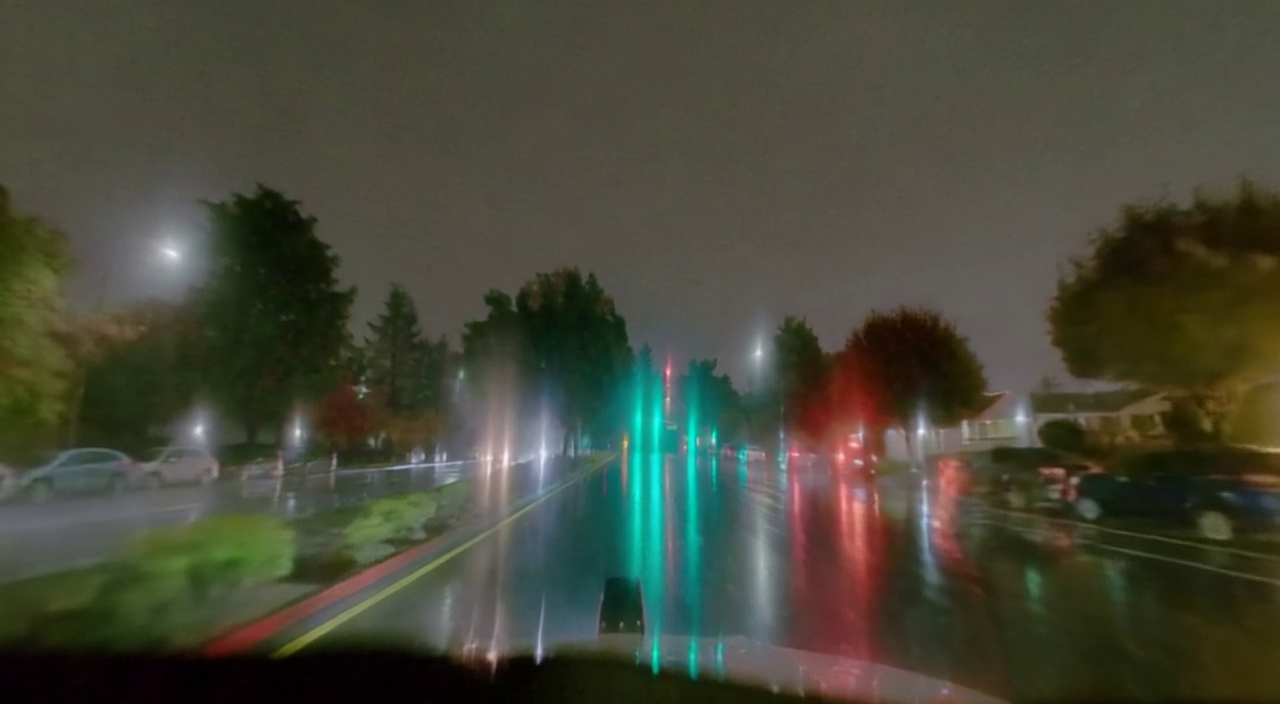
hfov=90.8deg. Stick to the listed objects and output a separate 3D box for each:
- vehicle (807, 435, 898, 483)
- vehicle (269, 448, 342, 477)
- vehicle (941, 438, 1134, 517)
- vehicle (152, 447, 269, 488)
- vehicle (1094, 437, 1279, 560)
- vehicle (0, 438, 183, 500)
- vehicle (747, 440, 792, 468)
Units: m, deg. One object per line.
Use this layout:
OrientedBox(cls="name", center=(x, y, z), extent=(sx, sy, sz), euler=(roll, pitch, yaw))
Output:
OrientedBox(cls="vehicle", center=(9.714, 4.938, 29.550), extent=(2.209, 1.982, 5.787), euler=(0, -8, 0))
OrientedBox(cls="vehicle", center=(-18.557, 6.130, 35.279), extent=(1.732, 1.460, 3.932), euler=(-1, -8, 4))
OrientedBox(cls="vehicle", center=(9.673, 3.049, 15.916), extent=(1.949, 1.698, 4.351), euler=(0, -8, -1))
OrientedBox(cls="vehicle", center=(-18.556, 4.979, 27.625), extent=(1.876, 1.502, 4.696), euler=(-2, -7, 0))
OrientedBox(cls="vehicle", center=(9.753, 2.195, 9.893), extent=(1.885, 1.685, 4.430), euler=(0, -8, -1))
OrientedBox(cls="vehicle", center=(-18.462, 3.919, 21.644), extent=(1.992, 1.845, 4.935), euler=(0, -8, -1))
OrientedBox(cls="vehicle", center=(9.658, 7.634, 47.539), extent=(2.176, 1.893, 5.744), euler=(2, -8, 0))
